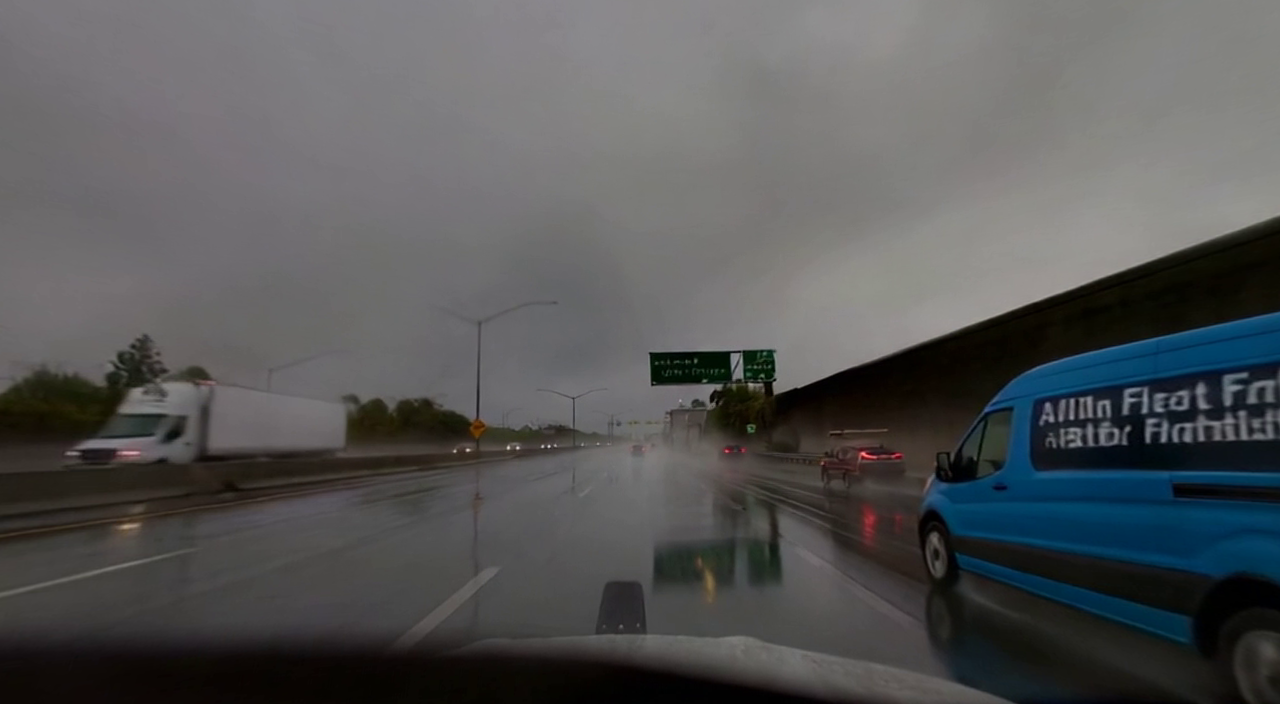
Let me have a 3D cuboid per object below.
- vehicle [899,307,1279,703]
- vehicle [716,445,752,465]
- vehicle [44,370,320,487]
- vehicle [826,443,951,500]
[{"bbox_3d":[3.684,0.981,3.941,2.035,1.931,4.841,0,-9,0],"label":"vehicle"},{"bbox_3d":[7.299,8.044,49.417,2.008,1.471,4.591,0,-9,-1],"label":"vehicle"},{"bbox_3d":[-17.275,3.215,25.518,2.999,3.721,10.788,0,-9,0],"label":"vehicle"},{"bbox_3d":[7.134,3.444,18.710,1.837,1.452,4.414,0,-9,-1],"label":"vehicle"}]
